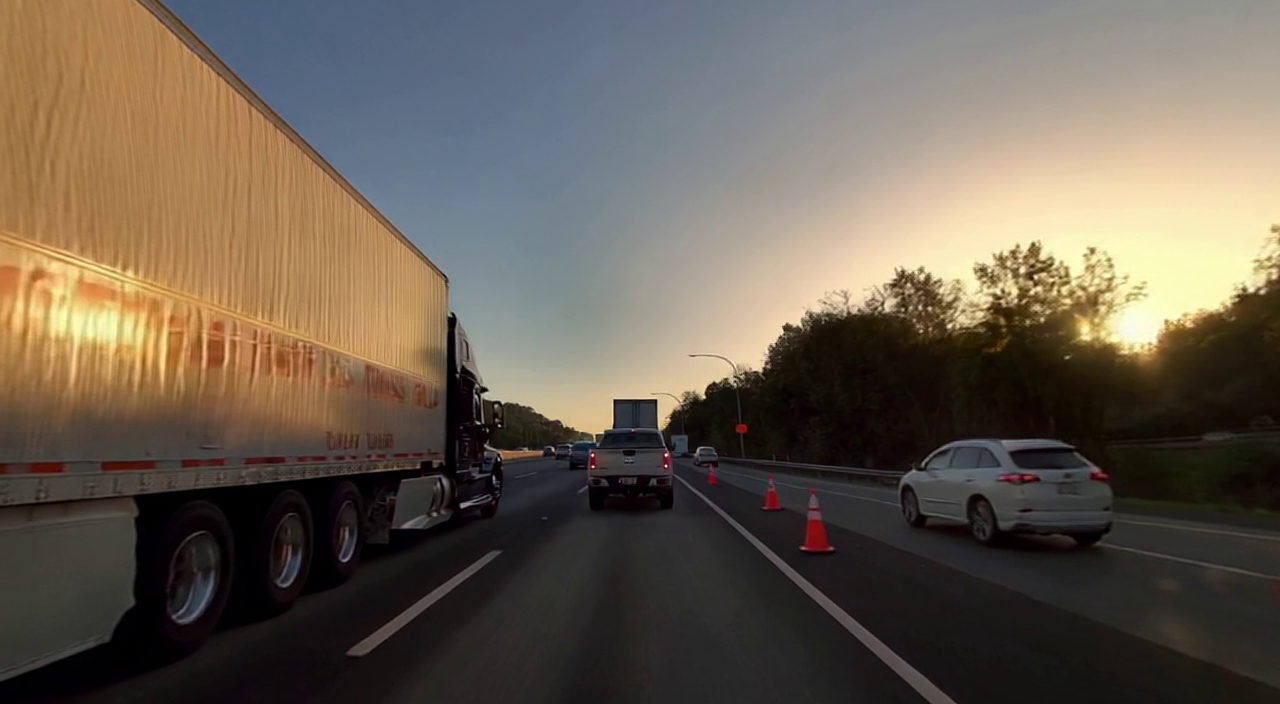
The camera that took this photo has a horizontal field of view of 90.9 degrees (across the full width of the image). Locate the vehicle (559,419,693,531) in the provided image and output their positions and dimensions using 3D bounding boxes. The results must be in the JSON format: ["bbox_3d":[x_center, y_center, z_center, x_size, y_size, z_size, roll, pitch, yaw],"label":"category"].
[{"bbox_3d":[-0.263,2.281,12.187,2.152,1.779,3.924,0,-9,-1],"label":"vehicle"}]

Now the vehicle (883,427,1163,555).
[{"bbox_3d":[5.617,2.054,9.963,1.937,1.601,3.798,0,-9,-1],"label":"vehicle"}]

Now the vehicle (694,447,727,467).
[{"bbox_3d":[5.342,7.998,48.274,1.918,1.479,4.571,0,-9,-1],"label":"vehicle"}]

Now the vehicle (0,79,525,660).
[{"bbox_3d":[-3.780,0.605,8.267,2.990,3.885,8.243,0,-9,0],"label":"vehicle"}]
